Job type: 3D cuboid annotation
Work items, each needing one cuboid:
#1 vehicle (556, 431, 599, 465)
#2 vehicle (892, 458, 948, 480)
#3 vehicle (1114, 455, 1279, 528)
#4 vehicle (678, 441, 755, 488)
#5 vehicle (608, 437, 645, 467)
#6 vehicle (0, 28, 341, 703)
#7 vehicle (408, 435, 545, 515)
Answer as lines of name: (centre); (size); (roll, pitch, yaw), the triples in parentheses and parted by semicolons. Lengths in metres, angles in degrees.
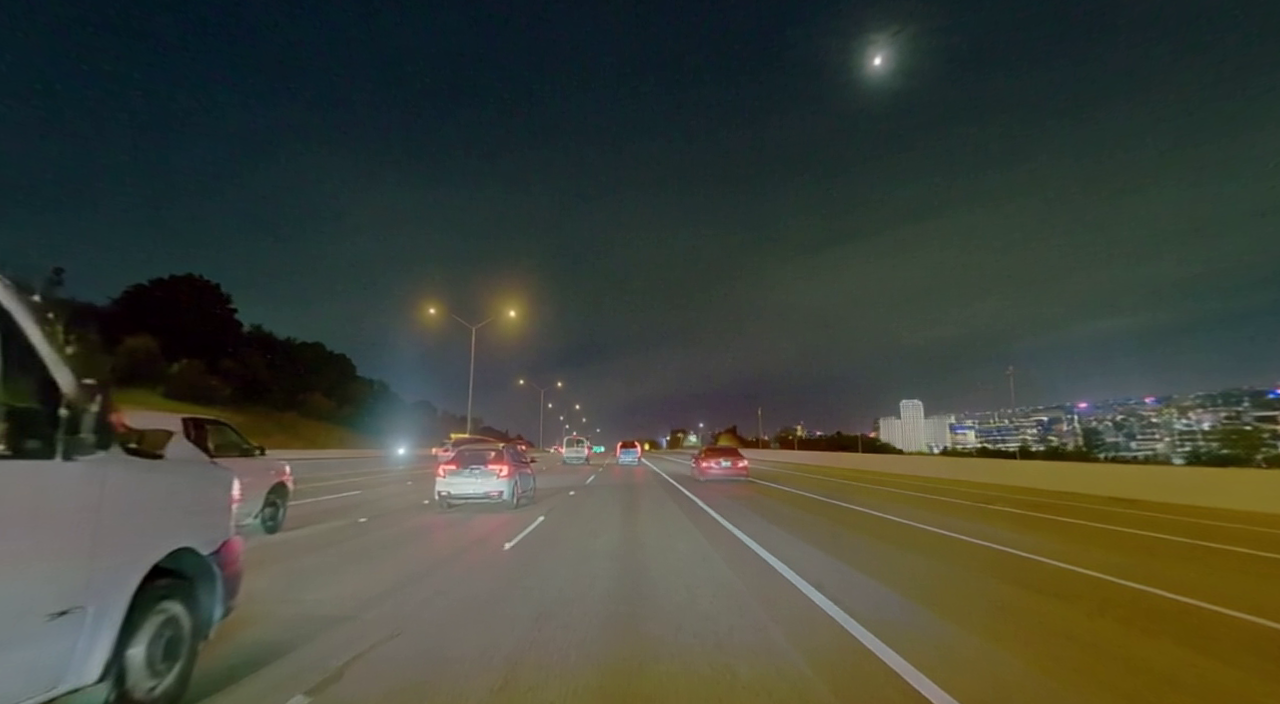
vehicle: (-4.340, 6.798, 44.578); (2.504, 2.276, 5.933); (0, -9, -1)
vehicle: (20.259, 8.482, 45.803); (1.896, 1.474, 4.502); (0, -9, -2)
vehicle: (14.164, 3.265, 15.258); (1.846, 1.471, 4.423); (1, -9, -1)
vehicle: (2.654, 4.047, 22.996); (2.127, 1.513, 4.501); (0, -9, -2)
vehicle: (-0.865, 6.437, 40.453); (2.207, 1.807, 4.199); (0, -9, -1)
vehicle: (-3.116, 0.162, 0.889); (2.383, 2.543, 5.904); (0, -9, 1)
vehicle: (-3.470, 2.694, 14.258); (1.963, 1.507, 4.172); (0, -9, 0)
